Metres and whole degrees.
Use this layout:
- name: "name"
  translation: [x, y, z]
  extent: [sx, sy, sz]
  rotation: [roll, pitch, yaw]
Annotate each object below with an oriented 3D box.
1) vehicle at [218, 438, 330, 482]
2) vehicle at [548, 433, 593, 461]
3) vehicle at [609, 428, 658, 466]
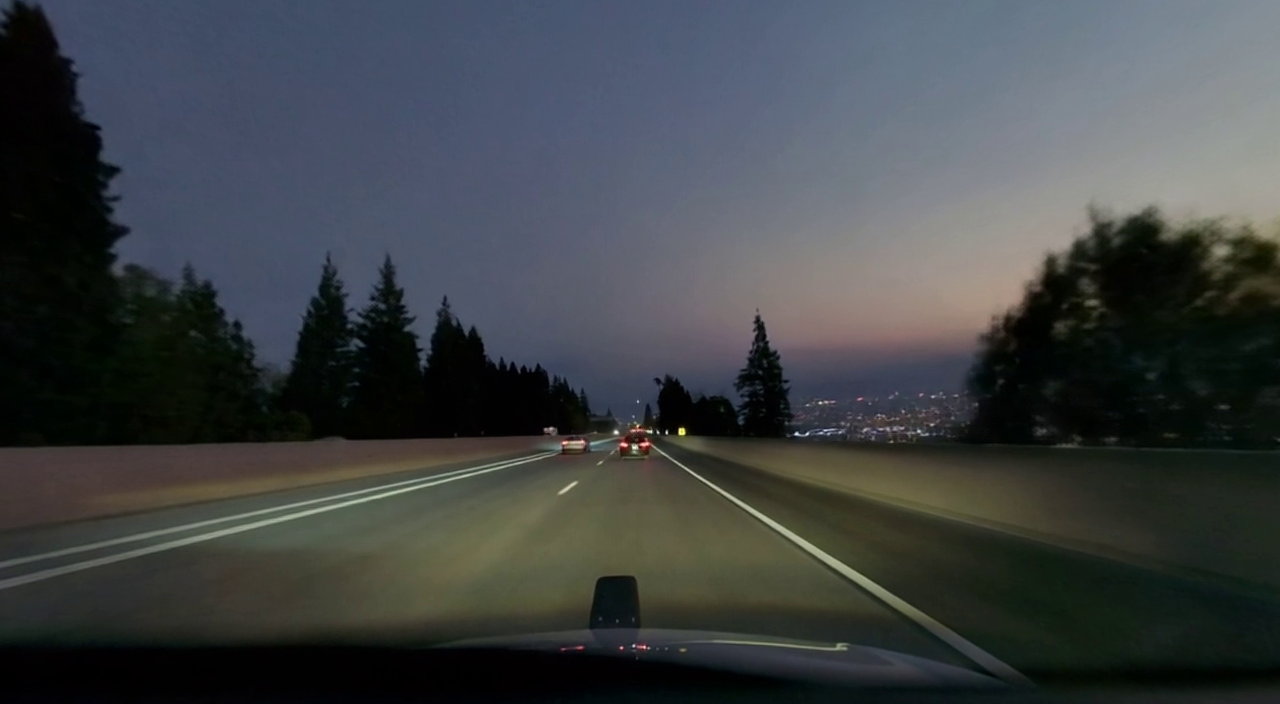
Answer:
- name: "vehicle"
  translation: [-12.970, 3.817, 22.616]
  extent: [1.768, 1.401, 3.810]
  rotation: [0, -8, -1]
- name: "vehicle"
  translation: [-3.882, 5.392, 35.935]
  extent: [2.030, 1.491, 4.046]
  rotation: [0, -8, 1]
- name: "vehicle"
  translation: [-0.298, 4.508, 30.025]
  extent: [2.134, 1.654, 4.174]
  rotation: [0, -8, 0]
